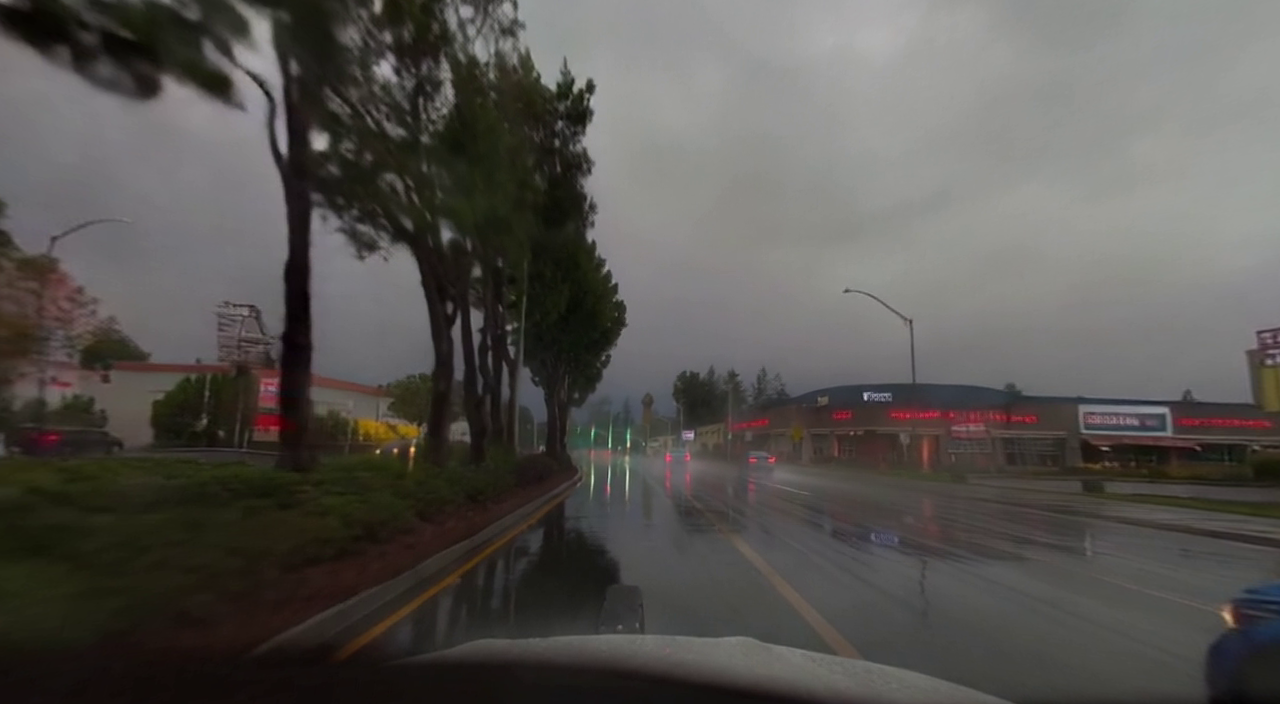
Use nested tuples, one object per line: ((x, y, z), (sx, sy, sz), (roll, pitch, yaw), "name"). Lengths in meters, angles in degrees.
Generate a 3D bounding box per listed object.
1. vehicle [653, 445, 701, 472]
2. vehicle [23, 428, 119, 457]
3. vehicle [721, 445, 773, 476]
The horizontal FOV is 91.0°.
((2.065, 6.152, 36.543), (2.256, 1.451, 4.313), (1, -9, -3), "vehicle")
((-35.250, 5.665, 39.225), (1.913, 1.702, 4.873), (1, -9, -8), "vehicle")
((5.723, 5.844, 34.184), (1.886, 1.528, 4.169), (1, -9, -3), "vehicle")
